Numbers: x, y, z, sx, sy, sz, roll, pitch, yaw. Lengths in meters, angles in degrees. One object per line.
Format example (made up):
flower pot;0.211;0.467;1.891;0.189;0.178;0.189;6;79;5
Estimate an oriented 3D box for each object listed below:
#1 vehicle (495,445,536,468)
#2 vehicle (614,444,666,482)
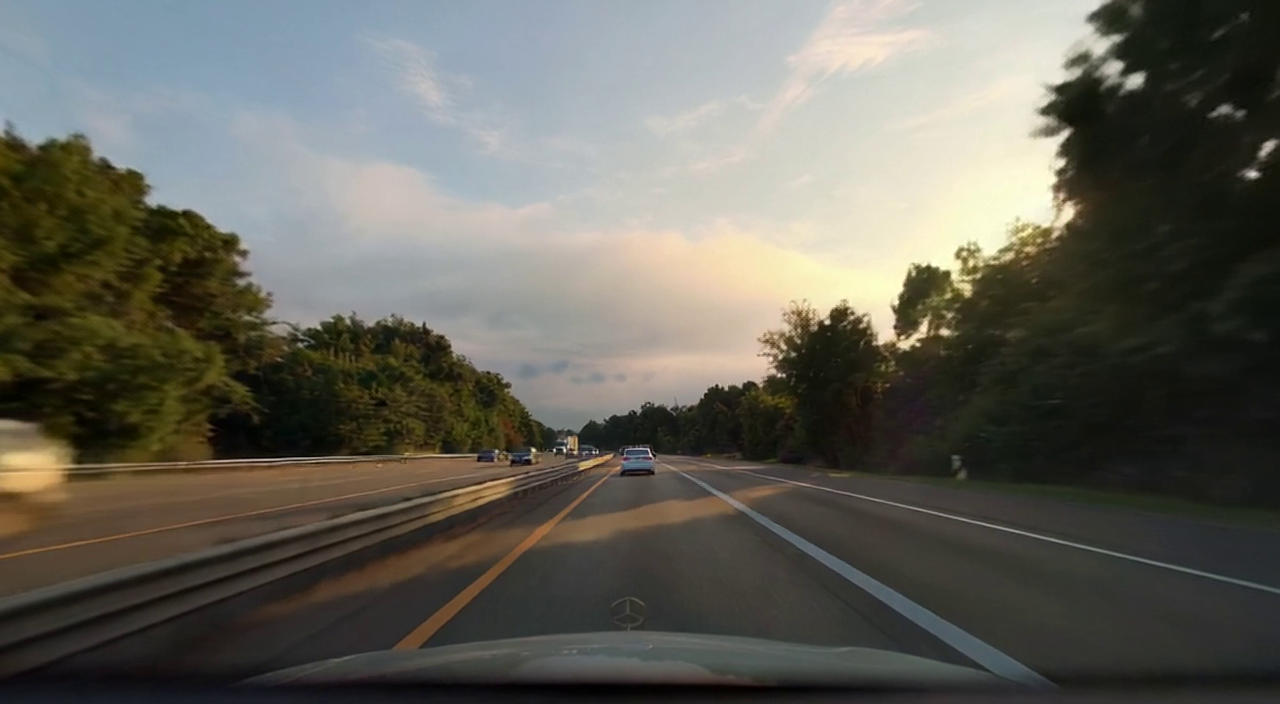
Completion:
vehicle;-8.526;7.202;43.553;1.858;1.456;4.591;0;-9;0
vehicle;-0.017;4.856;27.827;2.114;1.523;4.012;0;-9;0
